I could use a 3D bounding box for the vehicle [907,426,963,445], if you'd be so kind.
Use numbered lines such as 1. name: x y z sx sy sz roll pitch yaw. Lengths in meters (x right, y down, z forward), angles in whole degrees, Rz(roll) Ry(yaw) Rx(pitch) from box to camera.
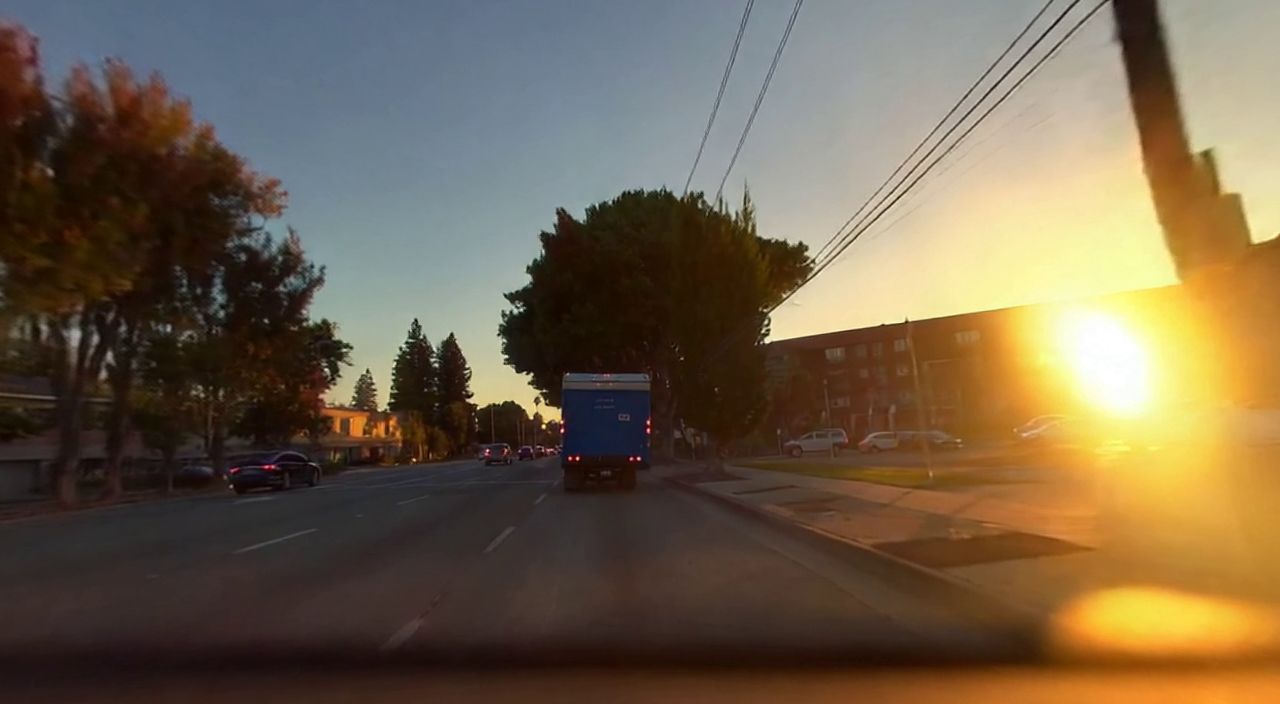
1. vehicle: 23.235 6.585 49.502 3.537 1.393 1.581 1 -10 -6

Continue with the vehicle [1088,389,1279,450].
1. vehicle: 17.836 2.337 20.890 1.880 1.804 4.679 1 -9 -9

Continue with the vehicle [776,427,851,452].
1. vehicle: 11.244 5.717 40.831 4.321 1.579 1.823 1 -8 -4

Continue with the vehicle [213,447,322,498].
1. vehicle: -13.576 4.357 23.240 1.958 1.672 4.283 1 -9 -9

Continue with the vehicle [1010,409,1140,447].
1. vehicle: 24.790 4.371 35.881 5.850 2.049 2.317 0 -8 -6

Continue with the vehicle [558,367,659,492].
1. vehicle: -1.296 2.915 22.794 2.905 3.644 8.807 1 -9 -5

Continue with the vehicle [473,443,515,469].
1. vehicle: -10.260 7.357 44.537 2.095 1.759 4.433 0 -9 -3
